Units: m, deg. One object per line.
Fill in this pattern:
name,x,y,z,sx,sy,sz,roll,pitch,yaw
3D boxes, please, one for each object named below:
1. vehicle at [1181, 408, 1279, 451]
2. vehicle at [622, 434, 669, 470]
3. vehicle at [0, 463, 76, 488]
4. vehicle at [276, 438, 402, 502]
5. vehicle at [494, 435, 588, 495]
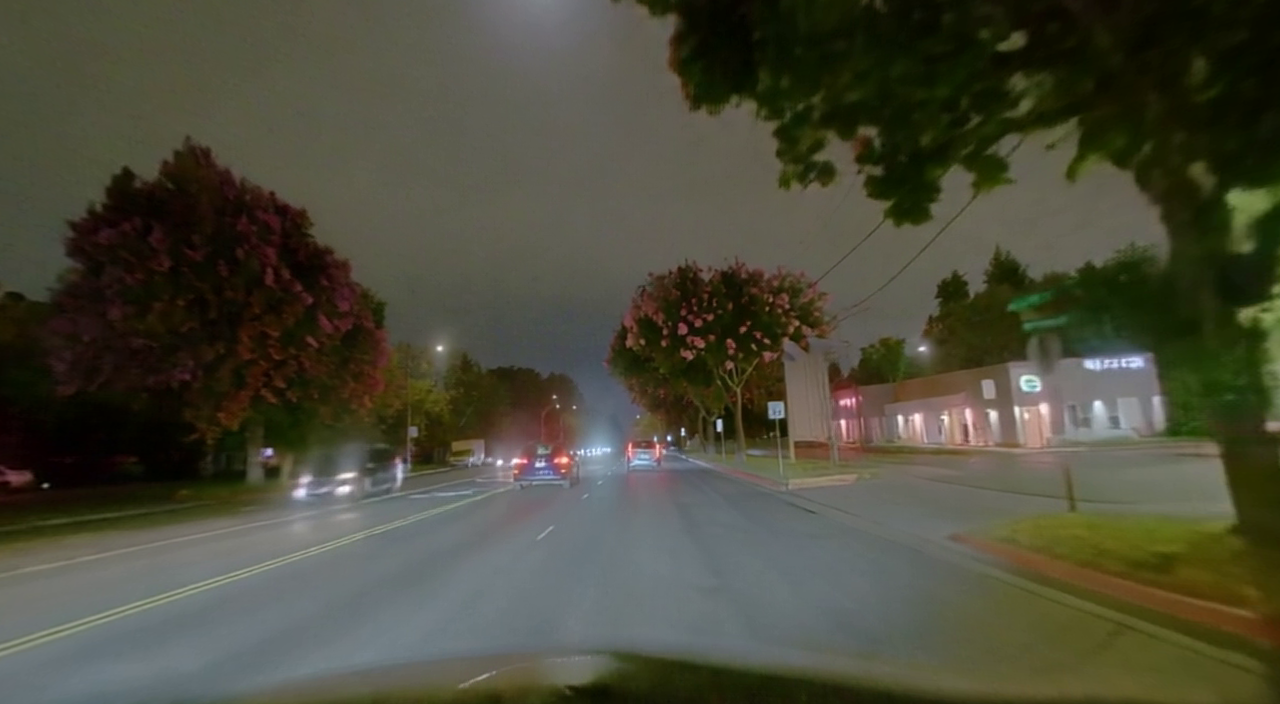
vehicle,23.088,2.886,23.218,1.987,1.465,4.819,0,-8,-2
vehicle,0.228,5.391,34.101,2.376,1.801,4.317,0,-8,-1
vehicle,-42.257,8.602,44.052,4.089,1.565,1.759,0,-8,0
vehicle,-9.533,3.737,20.452,2.028,1.825,4.208,0,-8,-1
vehicle,-2.914,3.439,19.562,2.167,1.634,4.220,0,-8,1
